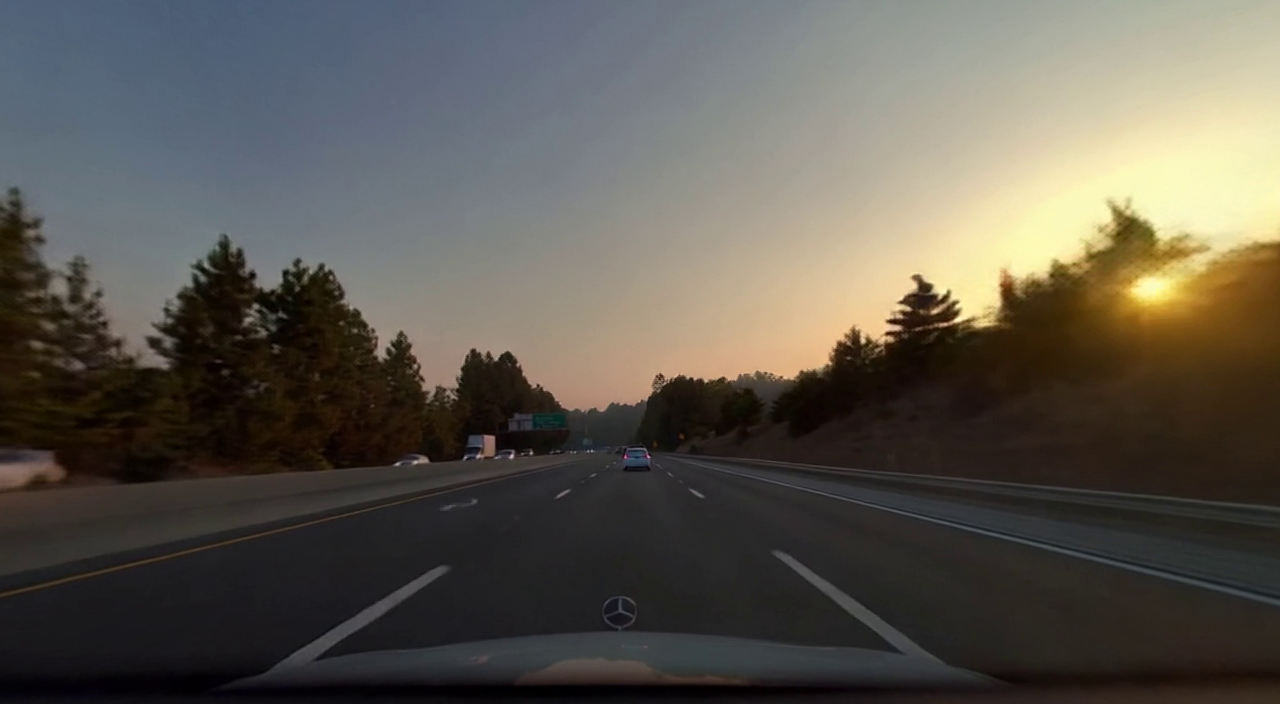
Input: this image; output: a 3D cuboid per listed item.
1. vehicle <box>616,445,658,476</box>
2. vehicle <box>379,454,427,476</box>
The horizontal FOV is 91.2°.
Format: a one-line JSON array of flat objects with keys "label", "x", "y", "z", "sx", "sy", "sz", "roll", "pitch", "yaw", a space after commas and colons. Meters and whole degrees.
[{"label": "vehicle", "x": -0.173, "y": 5.778, "z": 33.558, "sx": 2.095, "sy": 1.537, "sz": 4.017, "roll": 0, "pitch": -9, "yaw": -1}, {"label": "vehicle", "x": -17.014, "y": 8.109, "z": 45.146, "sx": 1.800, "sy": 1.480, "sz": 4.096, "roll": 0, "pitch": -9, "yaw": 0}]
